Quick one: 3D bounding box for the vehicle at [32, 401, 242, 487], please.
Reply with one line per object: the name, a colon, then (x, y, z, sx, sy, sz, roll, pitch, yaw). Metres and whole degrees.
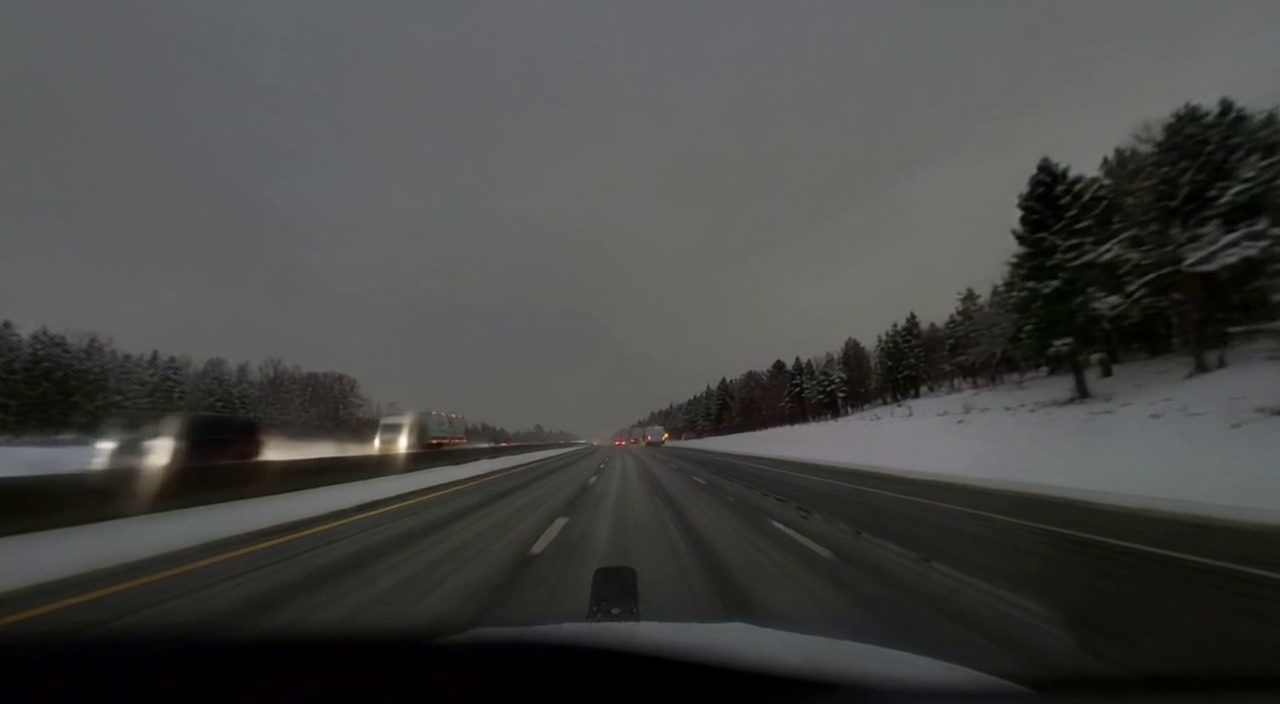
vehicle: (-17.250, 3.224, 22.218, 2.416, 2.561, 5.947, -1, -8, 0)
